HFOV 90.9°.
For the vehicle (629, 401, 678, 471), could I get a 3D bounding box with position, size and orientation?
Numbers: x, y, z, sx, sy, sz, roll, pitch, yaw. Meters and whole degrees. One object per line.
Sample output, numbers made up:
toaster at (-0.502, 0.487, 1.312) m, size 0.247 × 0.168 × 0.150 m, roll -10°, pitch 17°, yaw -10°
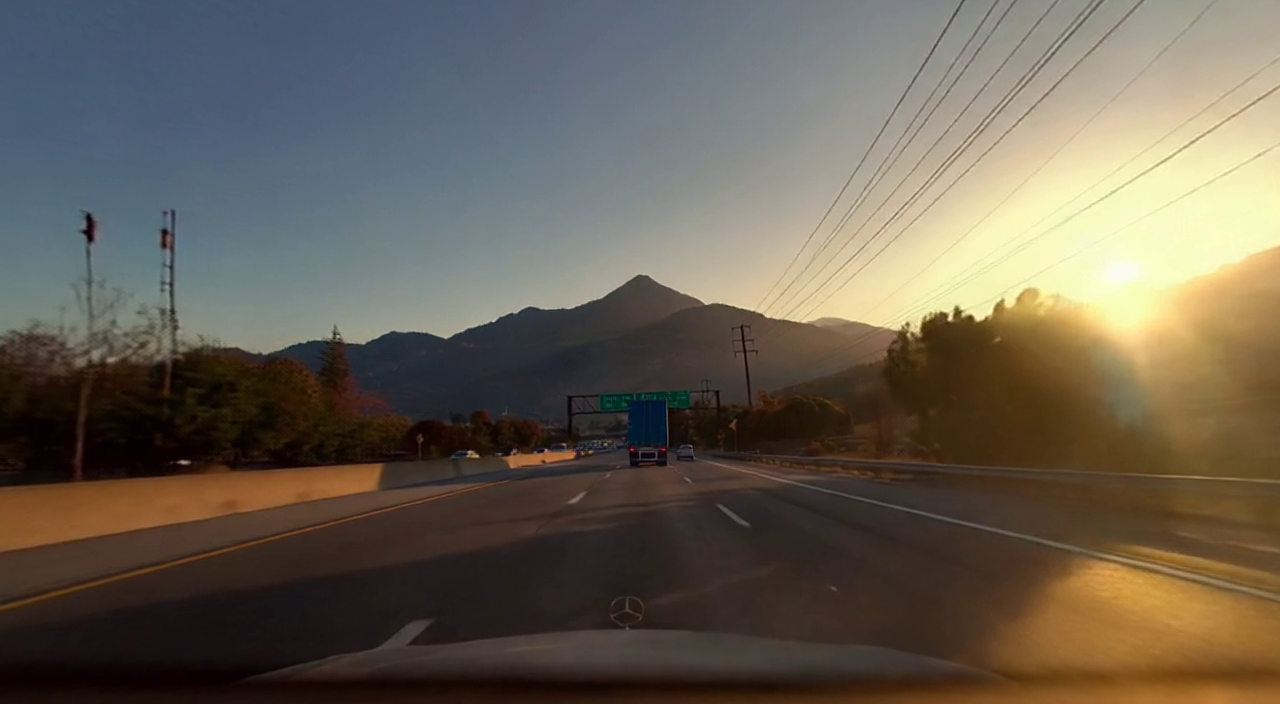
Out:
vehicle at (0.734, 5.829, 43.280) m, size 2.919 × 4.101 × 11.541 m, roll 0°, pitch -8°, yaw -1°
